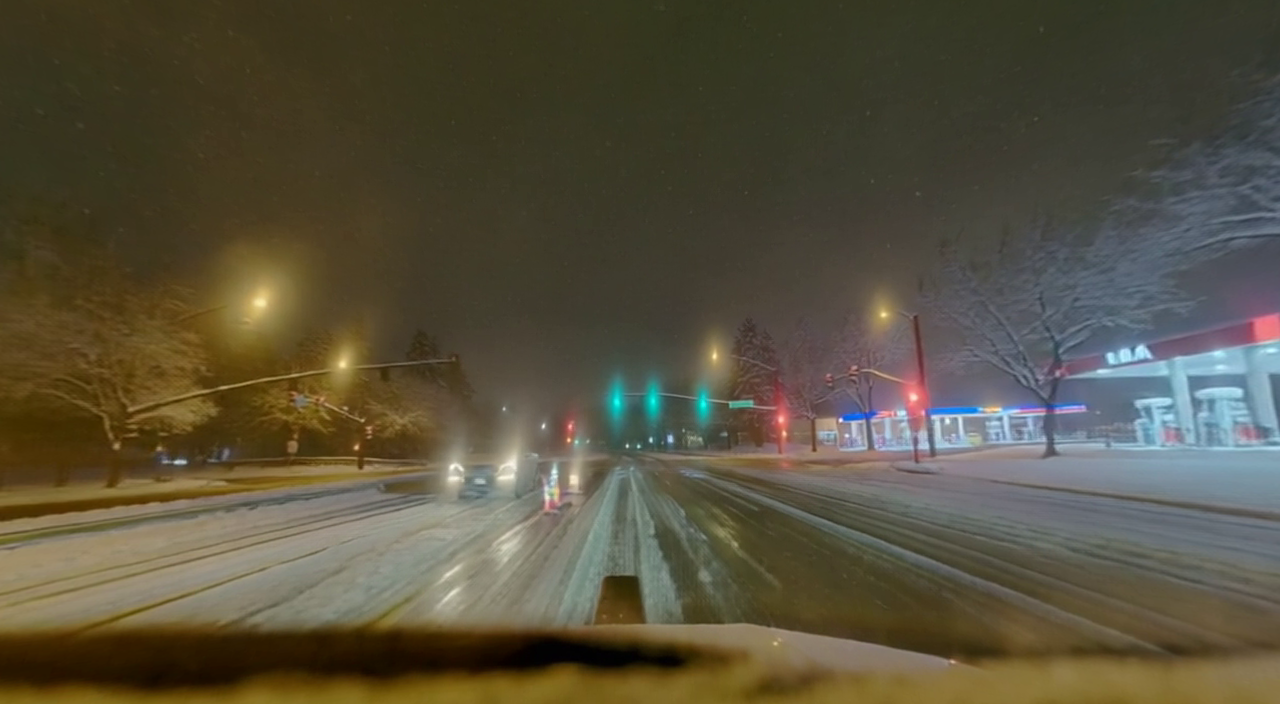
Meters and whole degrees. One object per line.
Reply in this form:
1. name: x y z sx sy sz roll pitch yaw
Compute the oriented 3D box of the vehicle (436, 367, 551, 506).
1. vehicle: -4.079 2.384 18.162 2.637 3.576 3.006 -2 -7 -1
